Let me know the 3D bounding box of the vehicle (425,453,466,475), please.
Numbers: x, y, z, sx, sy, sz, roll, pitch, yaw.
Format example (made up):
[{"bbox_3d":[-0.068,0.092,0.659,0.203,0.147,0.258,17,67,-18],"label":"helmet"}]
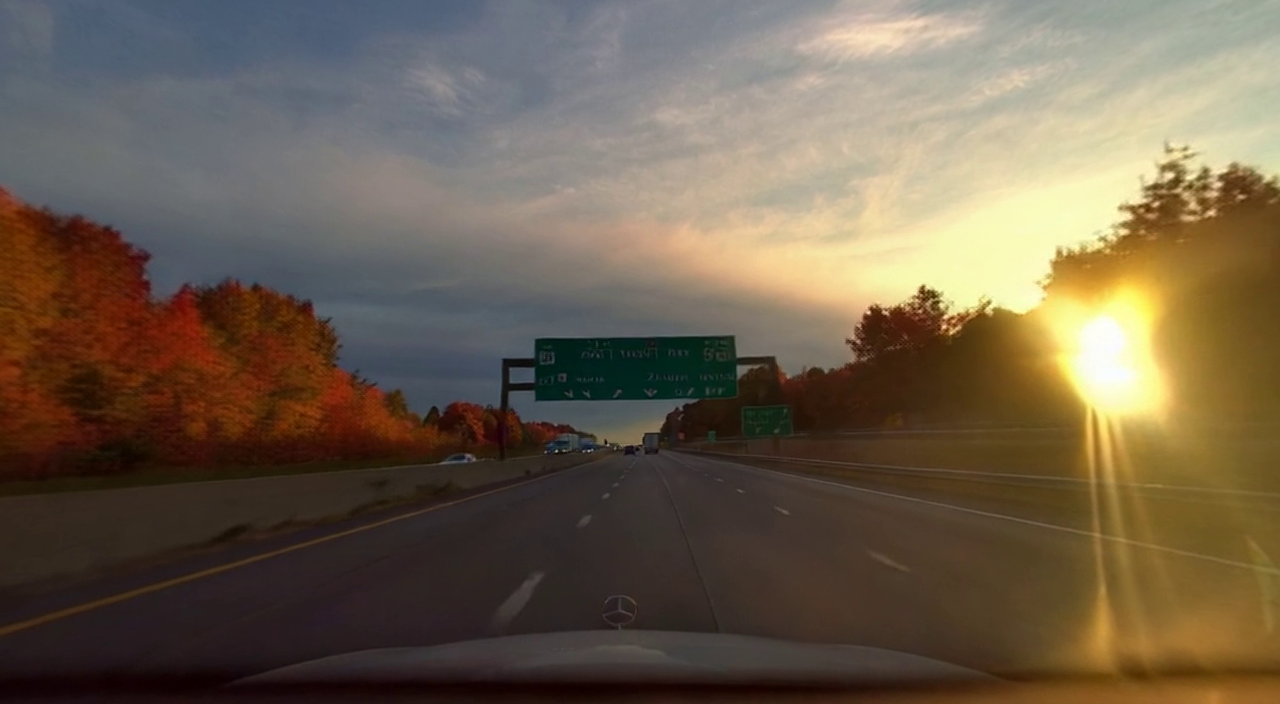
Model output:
[{"bbox_3d":[-14.769,8.507,47.793,1.808,1.507,3.965,-1,-9,1],"label":"vehicle"}]
